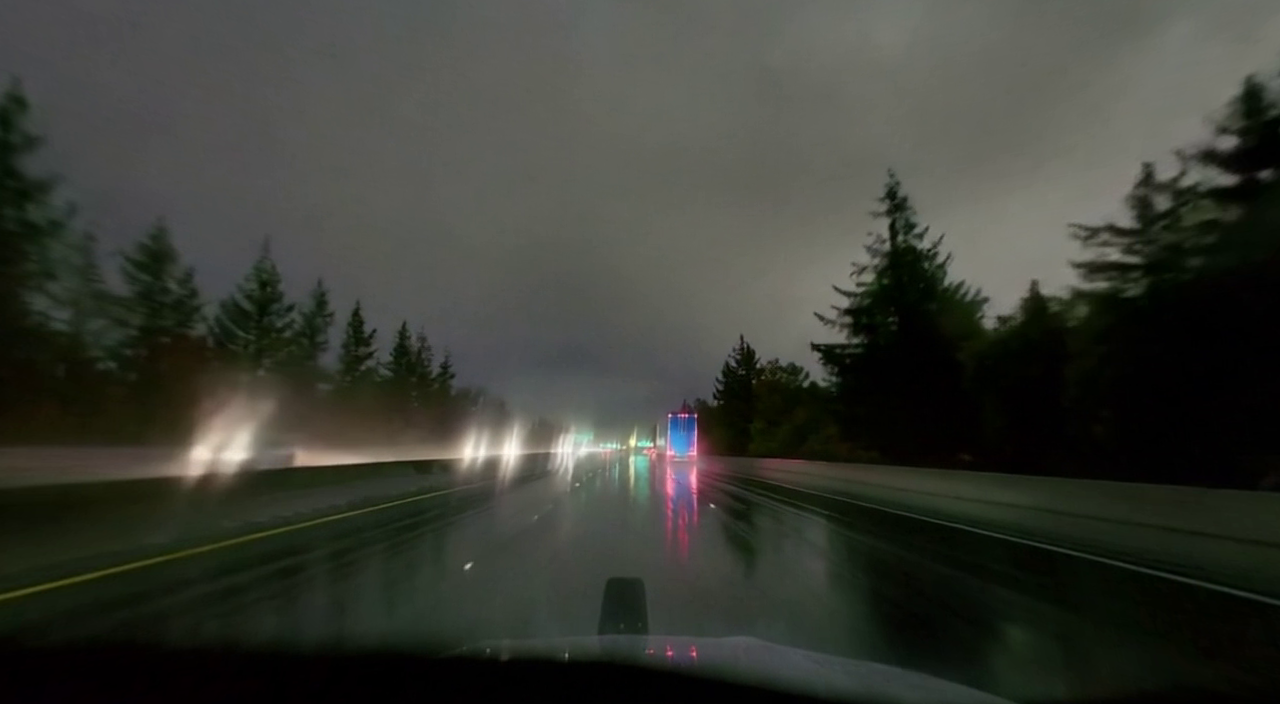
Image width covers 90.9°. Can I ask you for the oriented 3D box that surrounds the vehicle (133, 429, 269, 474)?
[{"bbox_3d":[-15.895,3.644,23.156,1.826,1.466,4.425,0,-9,0],"label":"vehicle"}]
